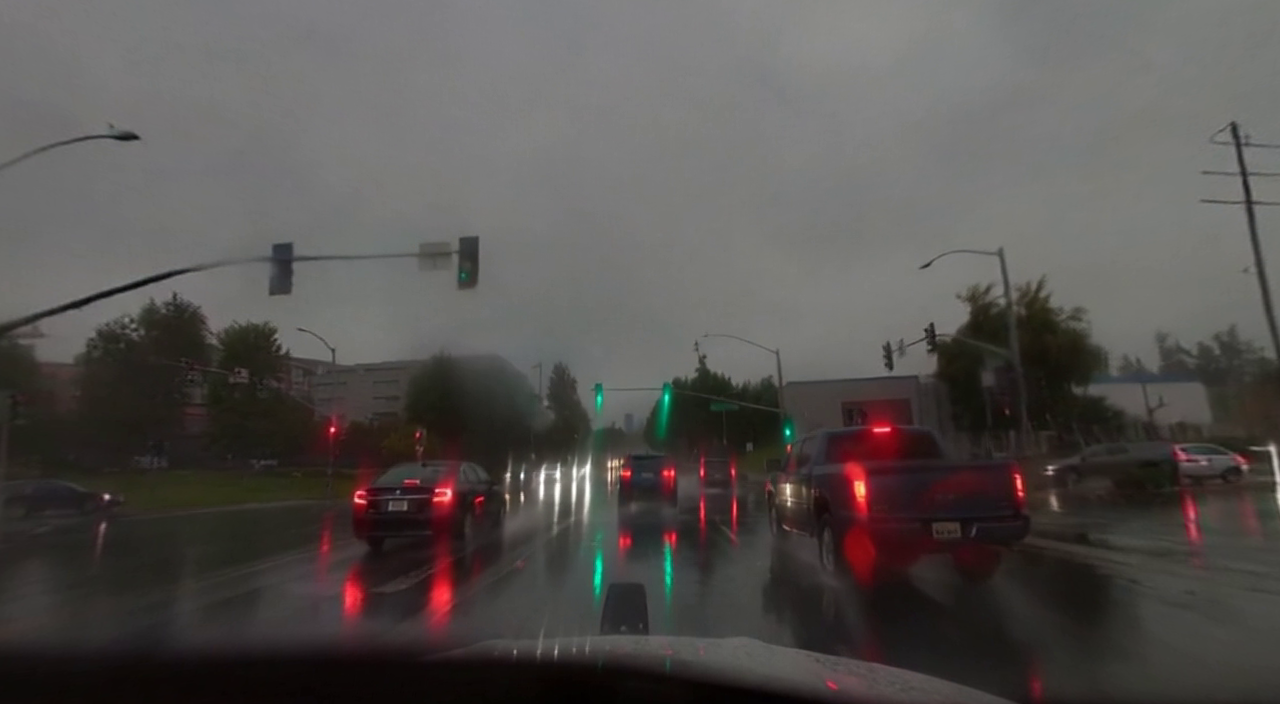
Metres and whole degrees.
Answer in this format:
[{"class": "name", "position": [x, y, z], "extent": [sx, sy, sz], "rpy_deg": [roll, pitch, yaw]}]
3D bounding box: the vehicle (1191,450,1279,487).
[{"class": "vehicle", "position": [25.027, 4.701, 25.356], "extent": [4.180, 1.376, 1.583], "rpy_deg": [1, -9, 0]}]

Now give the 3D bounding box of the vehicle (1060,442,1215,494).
[{"class": "vehicle", "position": [19.970, 4.637, 25.487], "extent": [4.437, 1.863, 2.068], "rpy_deg": [-1, -7, 1]}]

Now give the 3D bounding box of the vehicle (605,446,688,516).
[{"class": "vehicle", "position": [0.218, 3.593, 18.072], "extent": [2.113, 1.768, 3.901], "rpy_deg": [0, -9, 2]}]

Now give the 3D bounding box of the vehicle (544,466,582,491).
[{"class": "vehicle", "position": [-5.101, 8.428, 42.222], "extent": [1.882, 1.342, 3.755], "rpy_deg": [-4, -9, 2]}]

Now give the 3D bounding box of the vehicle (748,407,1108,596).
[{"class": "vehicle", "position": [3.349, 1.929, 9.242], "extent": [2.571, 1.857, 5.841], "rpy_deg": [0, -9, 1]}]

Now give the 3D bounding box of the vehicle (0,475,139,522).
[{"class": "vehicle", "position": [-23.378, 5.823, 25.082], "extent": [5.100, 1.533, 2.032], "rpy_deg": [-2, -9, -1]}]

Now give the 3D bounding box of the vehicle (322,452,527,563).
[{"class": "vehicle", "position": [-3.393, 2.521, 11.097], "extent": [1.909, 1.476, 4.751], "rpy_deg": [0, -9, 0]}]

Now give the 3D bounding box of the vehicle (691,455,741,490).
[{"class": "vehicle", "position": [4.472, 7.172, 38.003], "extent": [2.408, 1.908, 5.355], "rpy_deg": [0, -9, 1]}]
